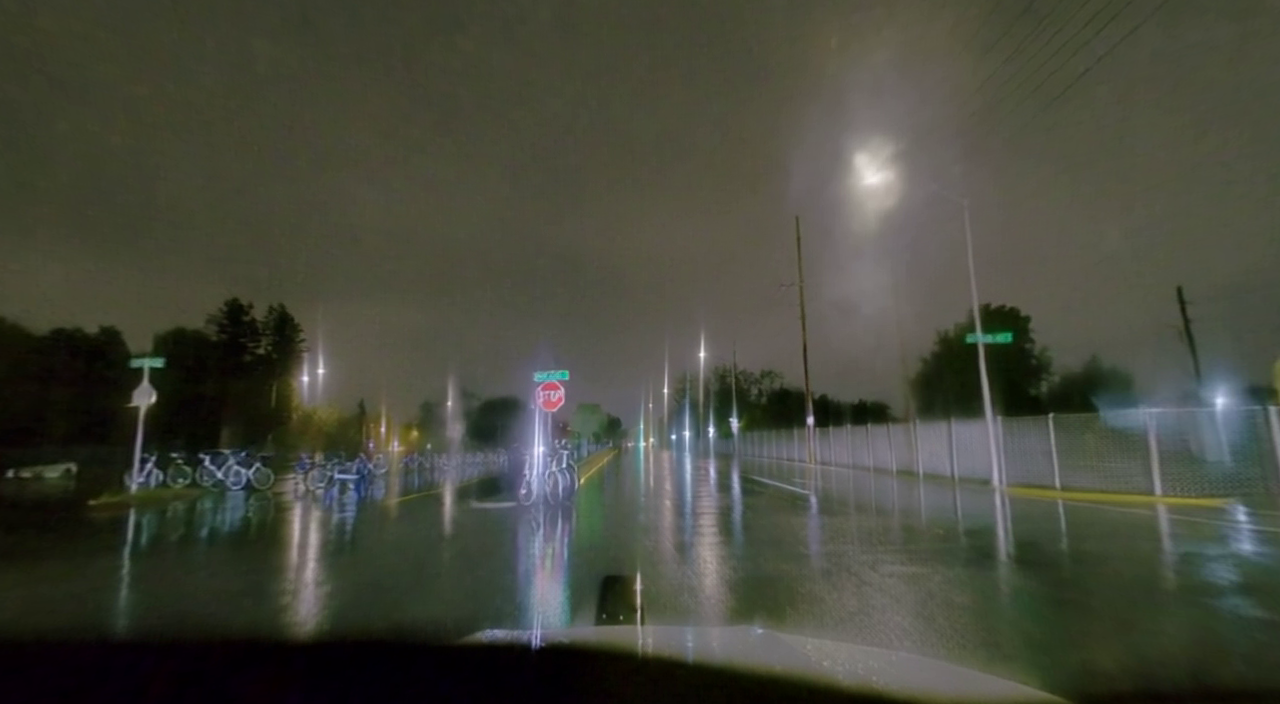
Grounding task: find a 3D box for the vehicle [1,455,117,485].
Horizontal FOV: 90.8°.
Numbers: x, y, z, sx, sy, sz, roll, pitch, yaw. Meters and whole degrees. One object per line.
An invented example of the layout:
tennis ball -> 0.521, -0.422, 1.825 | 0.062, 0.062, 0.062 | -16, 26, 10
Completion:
vehicle -> -33.531, 6.806, 36.569 | 4.569, 1.558, 1.903 | 0, -9, -5
